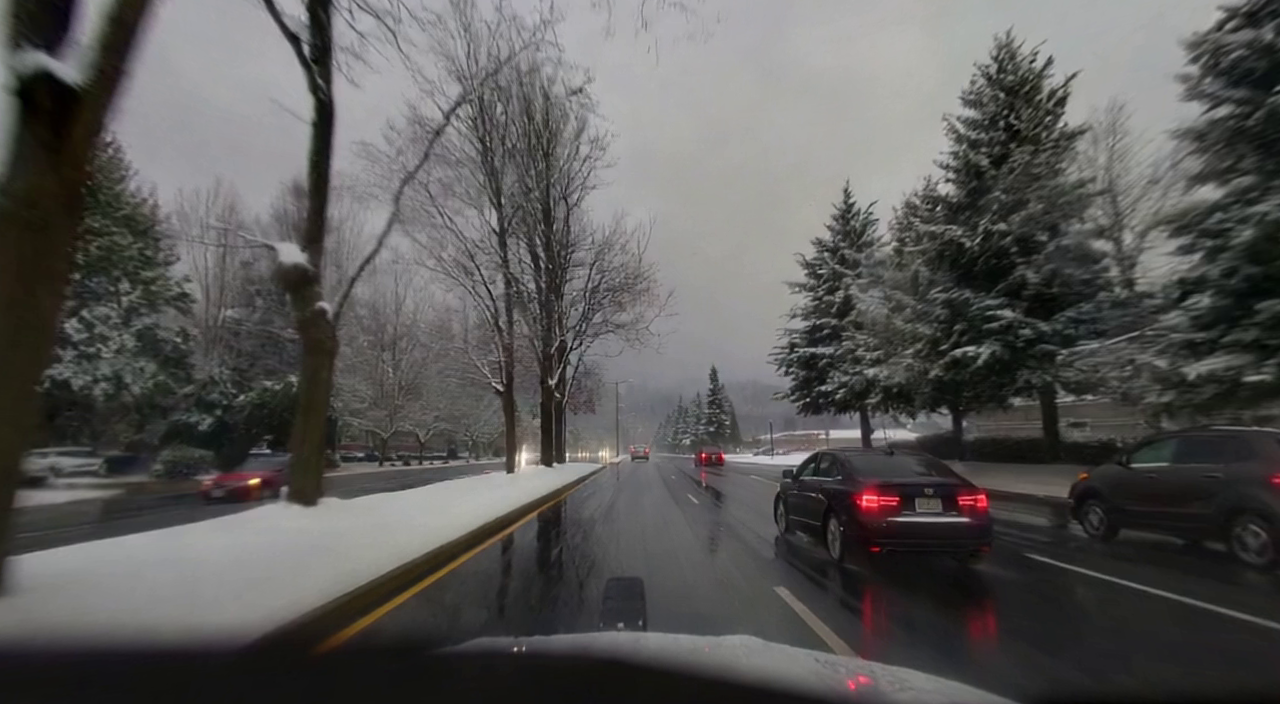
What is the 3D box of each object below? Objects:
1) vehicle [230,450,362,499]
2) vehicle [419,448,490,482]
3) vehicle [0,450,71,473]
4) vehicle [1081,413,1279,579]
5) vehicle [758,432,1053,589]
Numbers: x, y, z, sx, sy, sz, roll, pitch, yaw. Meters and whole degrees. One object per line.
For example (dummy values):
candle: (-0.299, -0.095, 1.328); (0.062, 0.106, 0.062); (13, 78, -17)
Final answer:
vehicle: (-11.817, 4.199, 21.975); (1.982, 1.468, 4.485); (0, -9, 2)
vehicle: (-8.759, 5.339, 30.029); (1.919, 1.474, 4.444); (0, -9, 2)
vehicle: (-41.772, 7.385, 42.667); (1.833, 1.455, 4.585); (0, -9, -1)
vehicle: (8.239, 1.755, 7.949); (1.972, 1.856, 4.487); (0, -9, 0)
vehicle: (2.986, 1.861, 8.321); (1.935, 1.501, 4.384); (0, -9, -1)
